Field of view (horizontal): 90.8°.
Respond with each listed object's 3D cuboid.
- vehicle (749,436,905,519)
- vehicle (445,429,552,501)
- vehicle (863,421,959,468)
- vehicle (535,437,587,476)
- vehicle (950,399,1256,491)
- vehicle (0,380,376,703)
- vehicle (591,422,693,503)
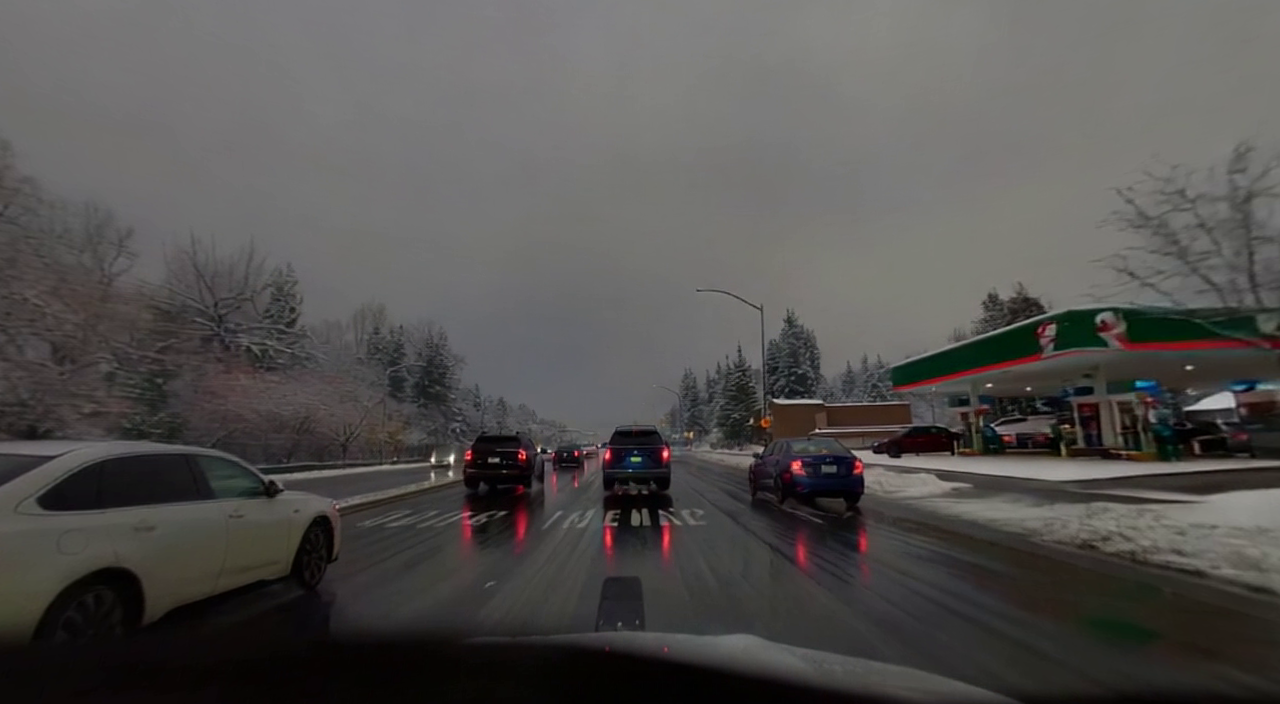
[{"bbox_3d":[3.777,2.602,13.734,1.888,1.456,4.589,0,-8,-2],"label":"vehicle"},{"bbox_3d":[-3.689,3.024,17.297,1.932,1.695,4.150,0,-8,1],"label":"vehicle"},{"bbox_3d":[11.882,4.113,28.112,2.102,1.887,4.673,0,-8,-1],"label":"vehicle"},{"bbox_3d":[-3.581,4.802,29.303,1.871,1.673,3.920,0,-8,0],"label":"vehicle"},{"bbox_3d":[11.759,2.472,16.593,5.966,1.991,2.353,-8,-11,39],"label":"vehicle"},{"bbox_3d":[-3.601,1.161,4.322,1.864,1.574,4.031,0,-8,-1],"label":"vehicle"},{"bbox_3d":[0.031,2.790,16.348,2.279,1.803,4.254,0,-8,0],"label":"vehicle"}]
